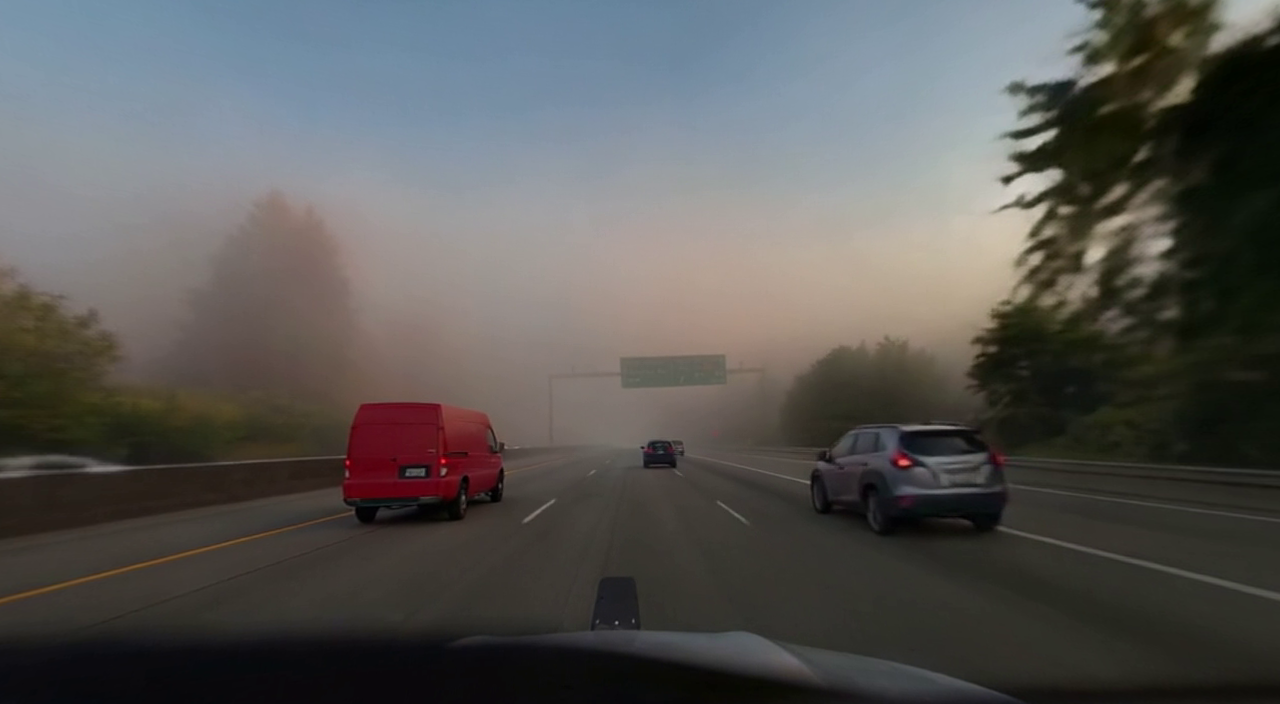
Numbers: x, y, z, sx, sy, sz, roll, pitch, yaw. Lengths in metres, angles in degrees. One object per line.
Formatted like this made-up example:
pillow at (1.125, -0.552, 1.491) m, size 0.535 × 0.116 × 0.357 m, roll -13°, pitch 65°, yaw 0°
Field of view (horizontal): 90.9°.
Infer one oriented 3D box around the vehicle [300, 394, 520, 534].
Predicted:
vehicle at (-3.886, 1.995, 11.933) m, size 2.275 × 2.053 × 5.082 m, roll 0°, pitch -8°, yaw -1°

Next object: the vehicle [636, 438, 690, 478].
vehicle at (0.849, 4.222, 25.421) m, size 2.020 × 1.464 × 3.803 m, roll 0°, pitch -8°, yaw 0°

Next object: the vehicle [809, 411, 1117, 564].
vehicle at (4.113, 1.767, 9.135) m, size 1.996 × 1.638 × 4.496 m, roll 0°, pitch -8°, yaw -1°
